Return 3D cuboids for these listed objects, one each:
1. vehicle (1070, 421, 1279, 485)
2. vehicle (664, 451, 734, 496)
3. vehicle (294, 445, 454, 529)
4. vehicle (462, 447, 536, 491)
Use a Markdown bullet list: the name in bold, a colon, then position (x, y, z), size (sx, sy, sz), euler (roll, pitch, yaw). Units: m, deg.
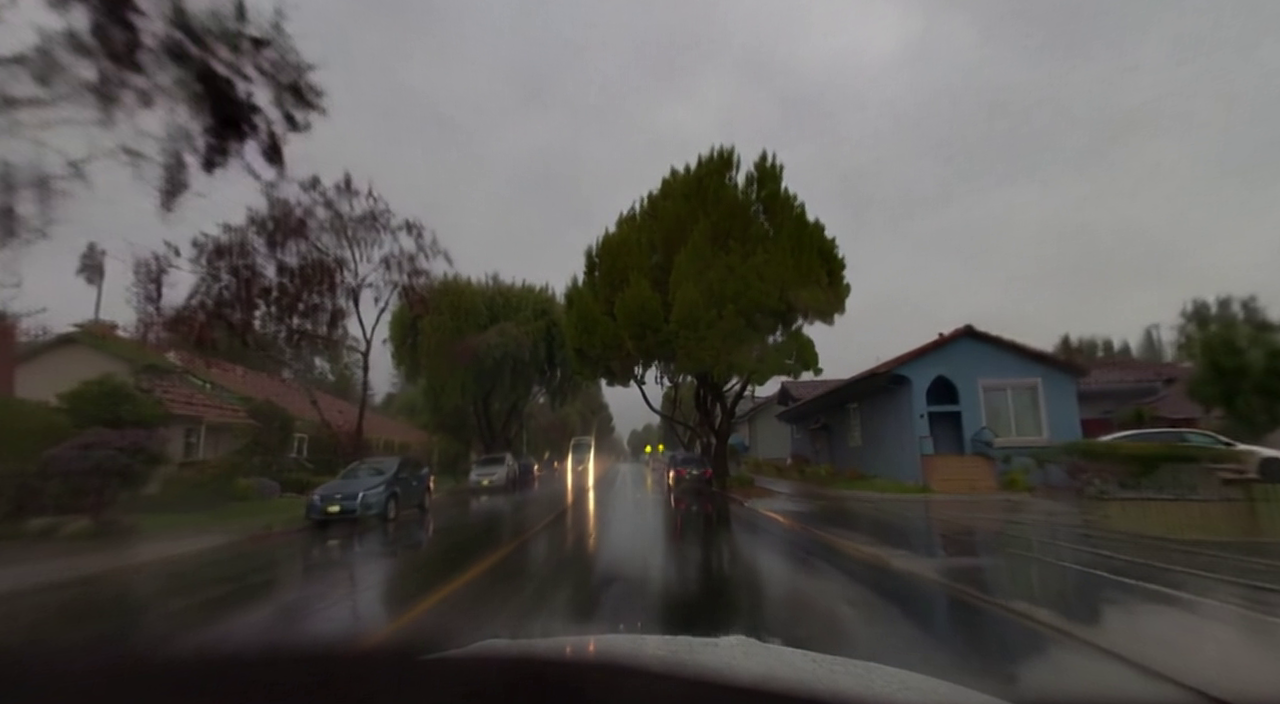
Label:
- **vehicle**: position (13.630, 2.496, 15.676), size (4.370, 1.433, 1.889), euler (-2, -9, 13)
- **vehicle**: position (2.131, 4.548, 24.053), size (1.996, 1.516, 4.122), euler (0, -9, -4)
- **vehicle**: position (-6.201, 3.150, 15.420), size (2.033, 1.721, 4.328), euler (0, -9, 0)
- **vehicle**: position (-6.574, 5.507, 30.185), size (2.265, 1.876, 5.371), euler (0, -9, 0)
